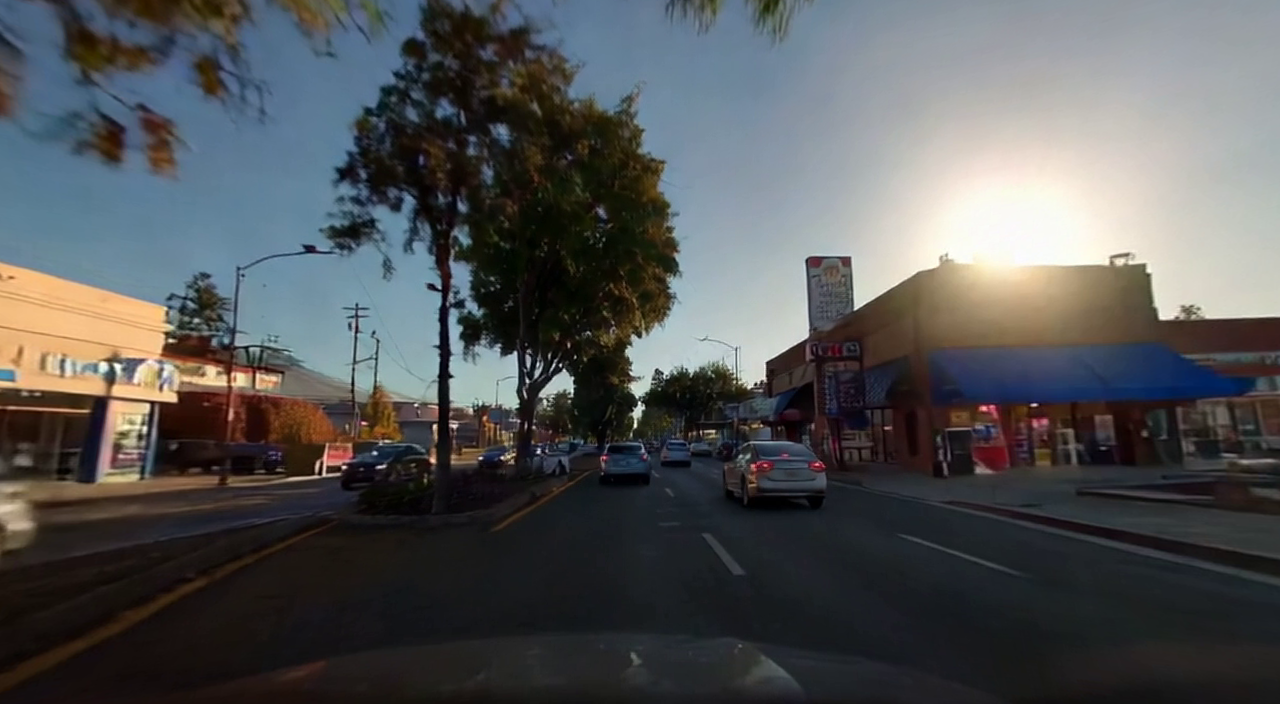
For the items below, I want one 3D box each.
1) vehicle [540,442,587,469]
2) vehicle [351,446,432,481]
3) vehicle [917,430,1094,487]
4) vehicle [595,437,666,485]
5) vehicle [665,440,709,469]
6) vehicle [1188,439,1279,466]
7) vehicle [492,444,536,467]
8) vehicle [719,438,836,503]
[{"bbox_3d":[-4.467,6.105,37.492,2.129,1.459,4.358,0,-9,1],"label":"vehicle"},{"bbox_3d":[-11.350,5.092,29.245,1.919,1.497,4.565,0,-9,0],"label":"vehicle"},{"bbox_3d":[11.387,3.316,19.894,4.291,1.652,2.122,1,-9,-7],"label":"vehicle"},{"bbox_3d":[-0.307,3.751,22.083,2.232,1.508,4.319,0,-8,0],"label":"vehicle"},{"bbox_3d":[2.607,5.813,36.028,2.098,1.527,3.966,0,-9,-2],"label":"vehicle"},{"bbox_3d":[33.603,5.544,35.090,4.641,1.440,1.810,0,-8,1],"label":"vehicle"},{"bbox_3d":[-8.556,7.057,43.423,2.116,1.486,4.669,0,-9,0],"label":"vehicle"},{"bbox_3d":[3.426,3.038,16.670,2.060,1.471,4.168,0,-9,-1],"label":"vehicle"}]
